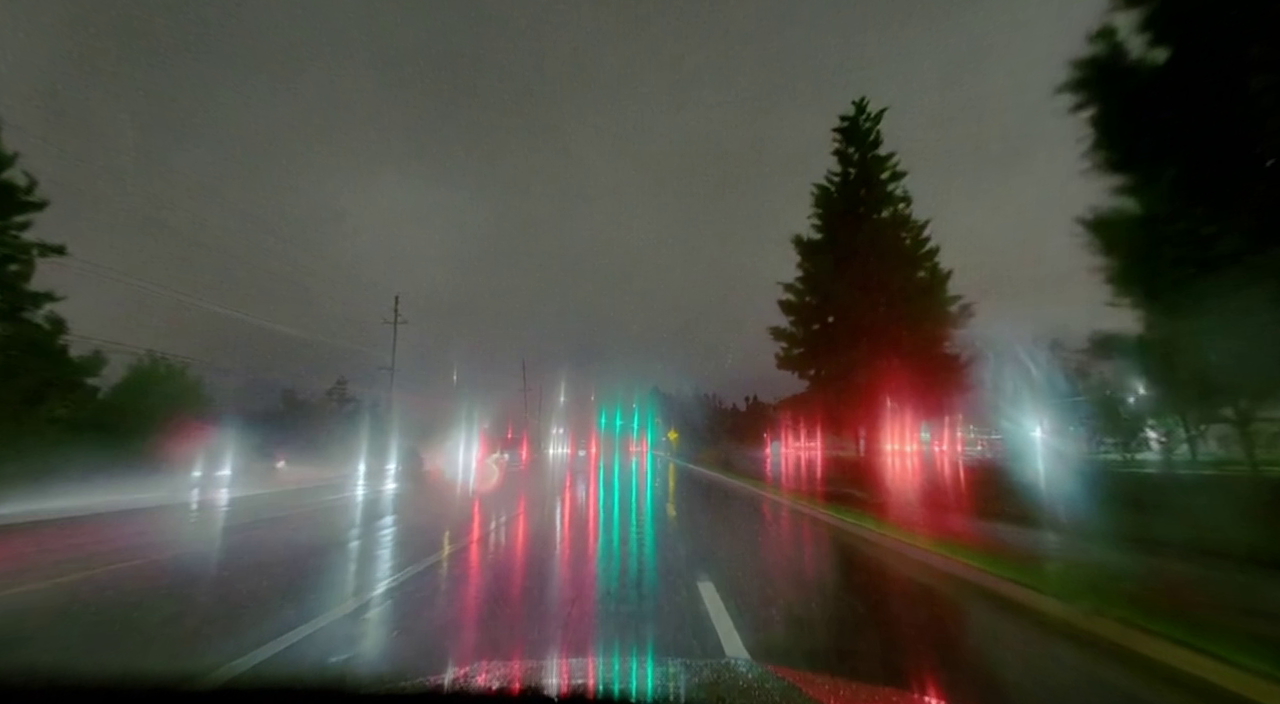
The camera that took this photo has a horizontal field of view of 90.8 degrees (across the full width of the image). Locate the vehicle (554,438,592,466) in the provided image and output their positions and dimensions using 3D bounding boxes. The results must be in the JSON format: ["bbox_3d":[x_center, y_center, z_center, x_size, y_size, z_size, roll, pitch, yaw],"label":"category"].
[{"bbox_3d":[-4.279,6.449,40.774,2.041,1.698,4.094,0,-8,-1],"label":"vehicle"}]

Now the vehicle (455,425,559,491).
[{"bbox_3d":[-3.973,3.274,19.773,2.189,1.807,4.467,0,-8,1],"label":"vehicle"}]

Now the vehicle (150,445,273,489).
[{"bbox_3d":[-17.988,4.823,26.865,2.107,1.676,4.481,0,-8,-1],"label":"vehicle"}]

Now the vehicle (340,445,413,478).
[{"bbox_3d":[-13.683,5.668,33.086,1.942,1.579,4.409,1,-8,0],"label":"vehicle"}]
